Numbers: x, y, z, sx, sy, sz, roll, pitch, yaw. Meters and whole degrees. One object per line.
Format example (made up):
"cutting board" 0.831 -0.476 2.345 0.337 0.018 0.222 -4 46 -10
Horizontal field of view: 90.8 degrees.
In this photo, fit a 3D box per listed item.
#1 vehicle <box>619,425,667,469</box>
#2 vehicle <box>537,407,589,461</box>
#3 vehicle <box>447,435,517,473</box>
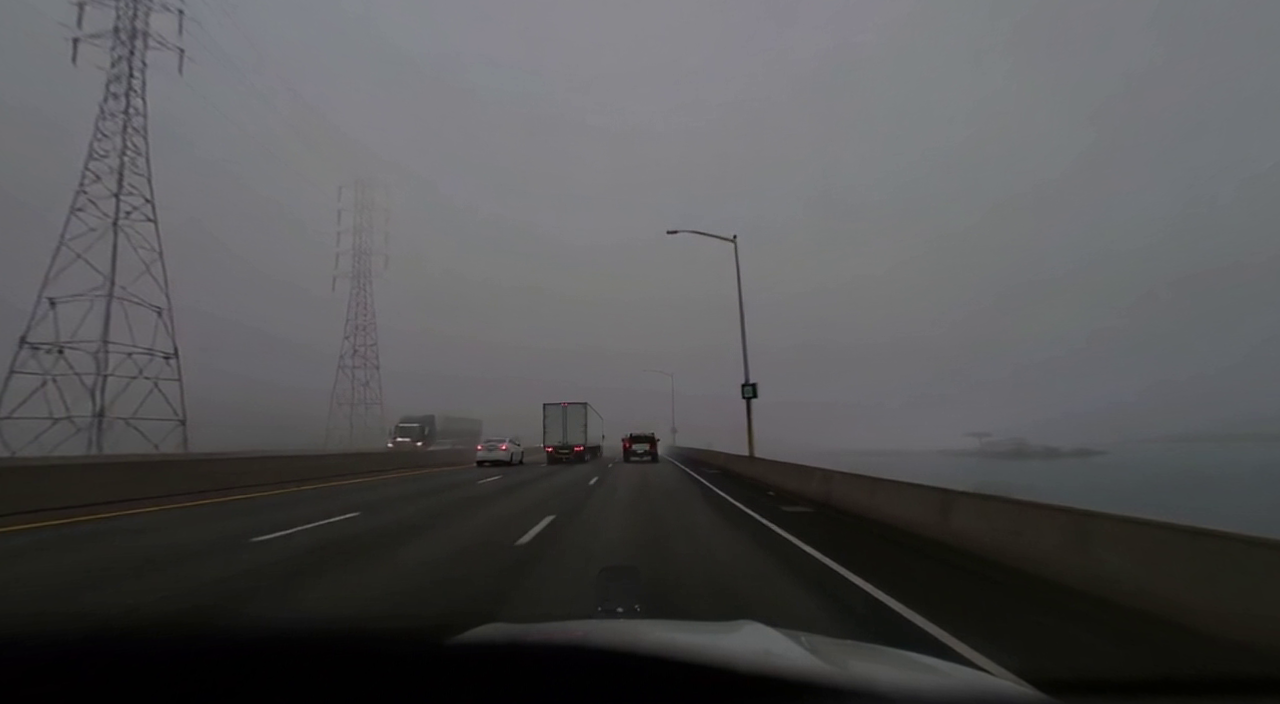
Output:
"vehicle" 0.159 5.065 33.760 2.358 2.144 4.713 0 -9 0
"vehicle" -3.726 4.013 30.905 2.178 2.522 2.054 0 -9 1
"vehicle" -7.064 4.621 28.760 2.004 1.545 4.513 0 -9 1
